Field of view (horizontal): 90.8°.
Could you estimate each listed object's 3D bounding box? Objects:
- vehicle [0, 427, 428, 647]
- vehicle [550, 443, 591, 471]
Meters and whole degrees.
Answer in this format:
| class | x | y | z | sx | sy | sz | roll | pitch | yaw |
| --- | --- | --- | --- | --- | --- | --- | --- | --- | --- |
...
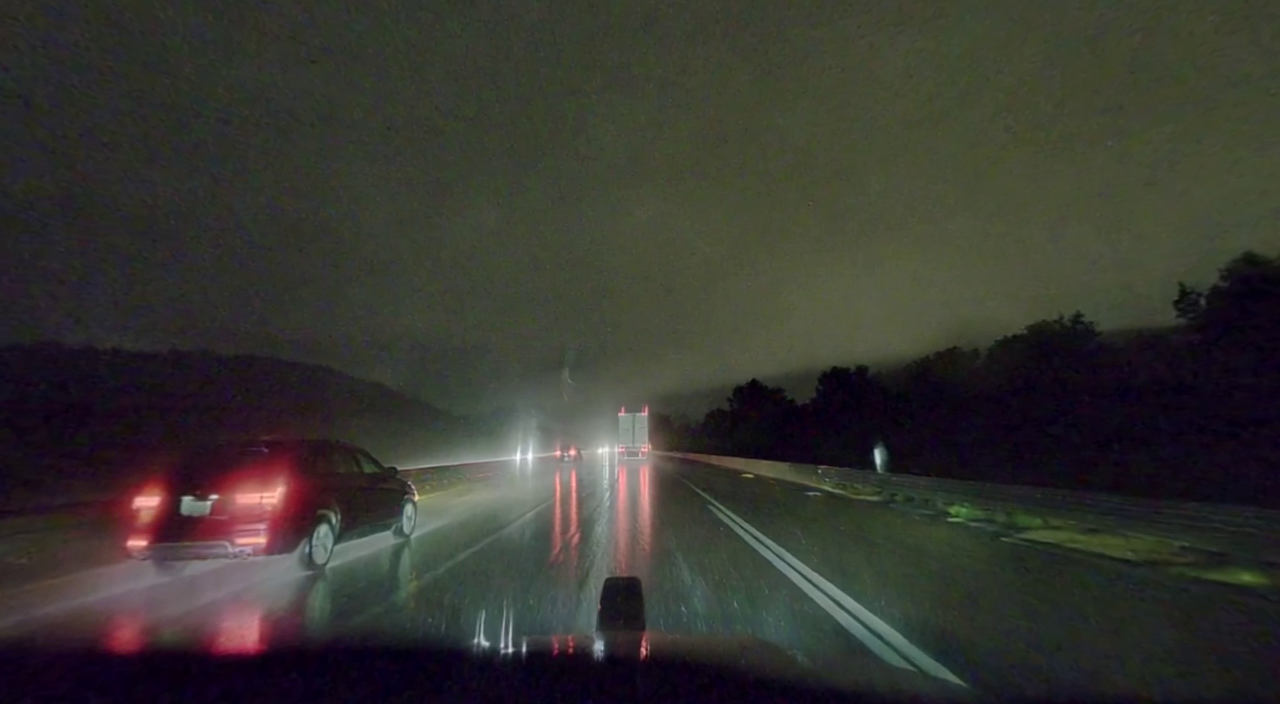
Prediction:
| class | x | y | z | sx | sy | sz | roll | pitch | yaw |
| --- | --- | --- | --- | --- | --- | --- | --- | --- | --- |
| vehicle | -3.892 | 1.595 | 6.481 | 1.978 | 1.507 | 4.062 | 0 | -9 | 0 |
| vehicle | -4.357 | 6.644 | 39.989 | 2.115 | 1.668 | 4.217 | 0 | -9 | 0 |
